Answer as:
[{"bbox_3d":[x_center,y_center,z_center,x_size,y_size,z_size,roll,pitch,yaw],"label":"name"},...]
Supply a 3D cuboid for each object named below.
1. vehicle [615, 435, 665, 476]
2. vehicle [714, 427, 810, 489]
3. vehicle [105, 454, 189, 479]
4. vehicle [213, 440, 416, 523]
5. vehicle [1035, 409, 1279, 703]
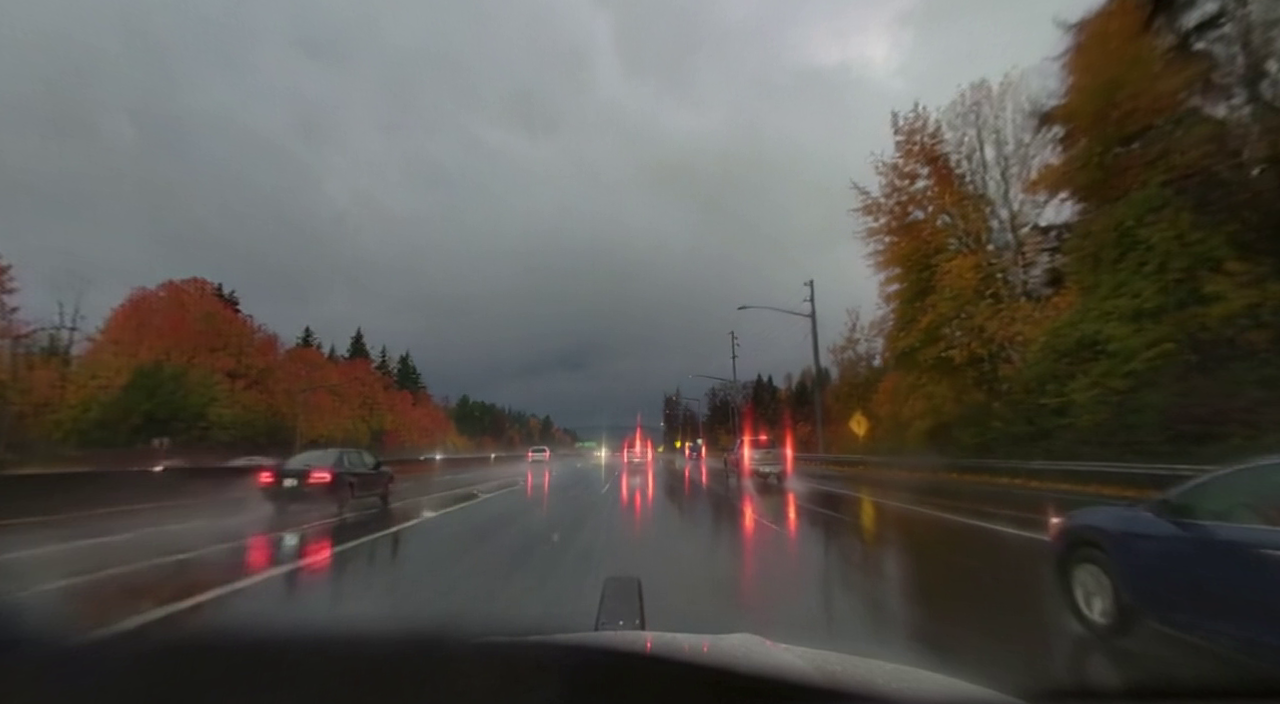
[{"bbox_3d":[0.033,5.384,32.915,2.372,1.957,5.121,0,-9,1],"label":"vehicle"},{"bbox_3d":[4.289,3.874,23.350,2.388,1.998,5.749,0,-9,0],"label":"vehicle"},{"bbox_3d":[-33.230,7.705,42.605,1.847,1.550,4.662,0,-9,1],"label":"vehicle"},{"bbox_3d":[-6.857,2.759,14.000,2.014,1.526,4.577,0,-9,1],"label":"vehicle"},{"bbox_3d":[4.057,0.939,2.378,2.057,1.508,4.767,0,-9,0],"label":"vehicle"}]
